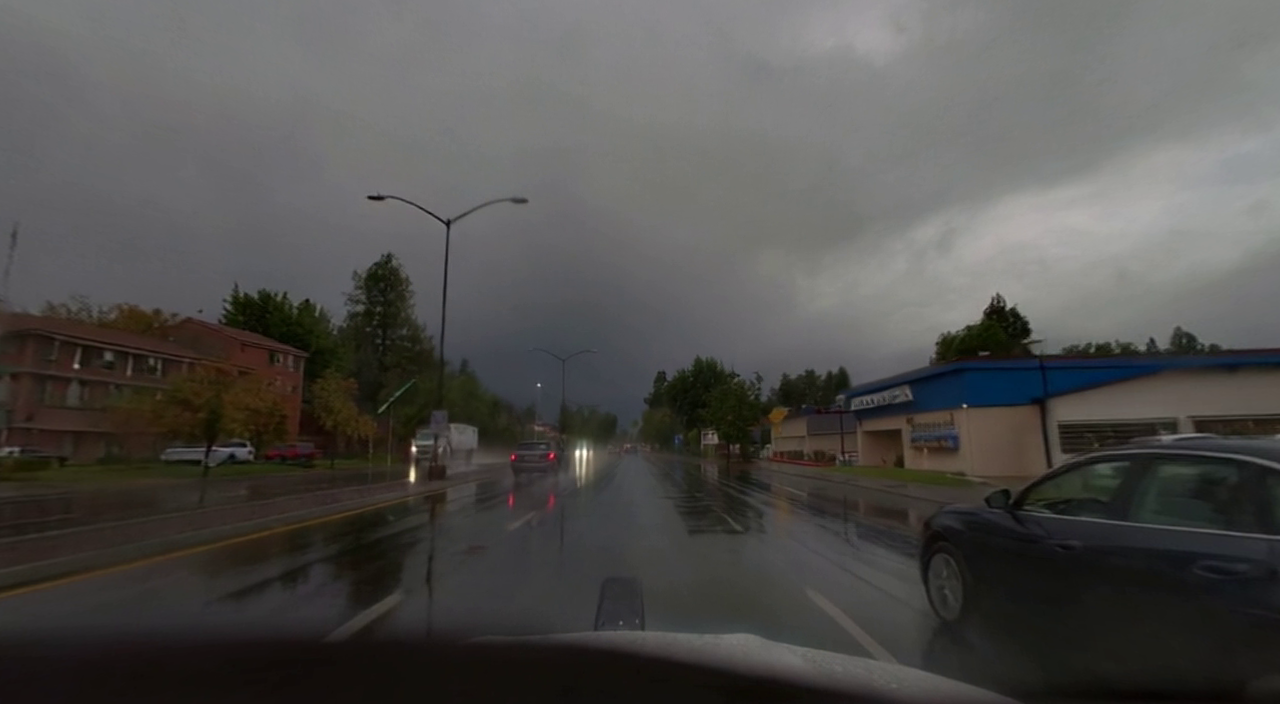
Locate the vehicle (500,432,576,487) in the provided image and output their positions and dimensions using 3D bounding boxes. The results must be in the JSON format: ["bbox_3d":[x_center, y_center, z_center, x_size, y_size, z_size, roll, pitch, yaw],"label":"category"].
[{"bbox_3d":[-3.641,3.940,23.446,1.997,1.806,4.500,0,-9,1],"label":"vehicle"}]

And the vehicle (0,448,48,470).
[{"bbox_3d":[-46.379,7.802,45.965,1.808,1.561,4.918,0,-10,-1],"label":"vehicle"}]

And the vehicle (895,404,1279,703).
[{"bbox_3d":[3.326,1.100,3.278,1.975,1.502,4.787,0,-9,0],"label":"vehicle"}]
